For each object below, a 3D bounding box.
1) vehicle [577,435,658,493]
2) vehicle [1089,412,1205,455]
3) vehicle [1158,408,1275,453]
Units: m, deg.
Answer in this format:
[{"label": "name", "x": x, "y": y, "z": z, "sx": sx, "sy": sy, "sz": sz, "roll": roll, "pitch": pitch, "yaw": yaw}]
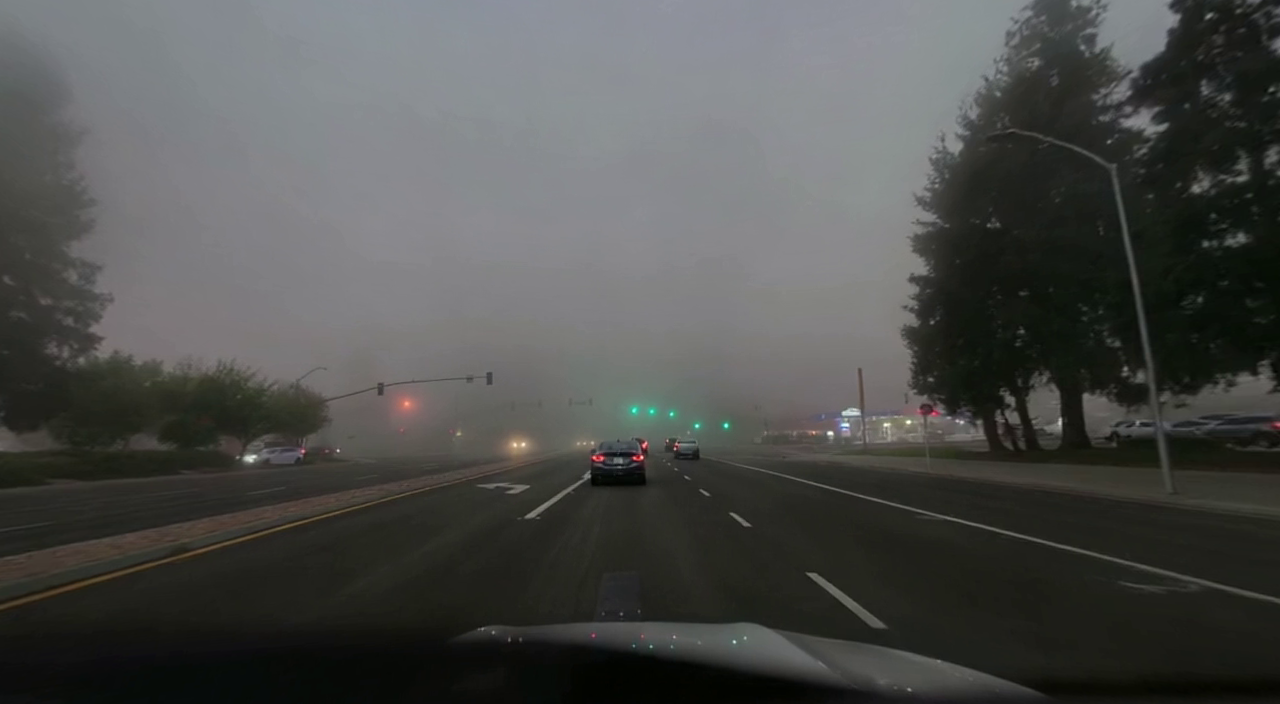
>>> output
[{"label": "vehicle", "x": -0.579, "y": 3.126, "z": 17.900, "sx": 2.040, "sy": 1.451, "sz": 3.736, "roll": 0, "pitch": -8, "yaw": 0}, {"label": "vehicle", "x": 30.347, "y": 4.967, "z": 38.101, "sx": 2.305, "sy": 2.369, "sz": 5.485, "roll": 0, "pitch": -8, "yaw": -1}, {"label": "vehicle", "x": 34.383, "y": 4.777, "z": 37.930, "sx": 2.198, "sy": 2.514, "sz": 5.038, "roll": 0, "pitch": -8, "yaw": 2}]
